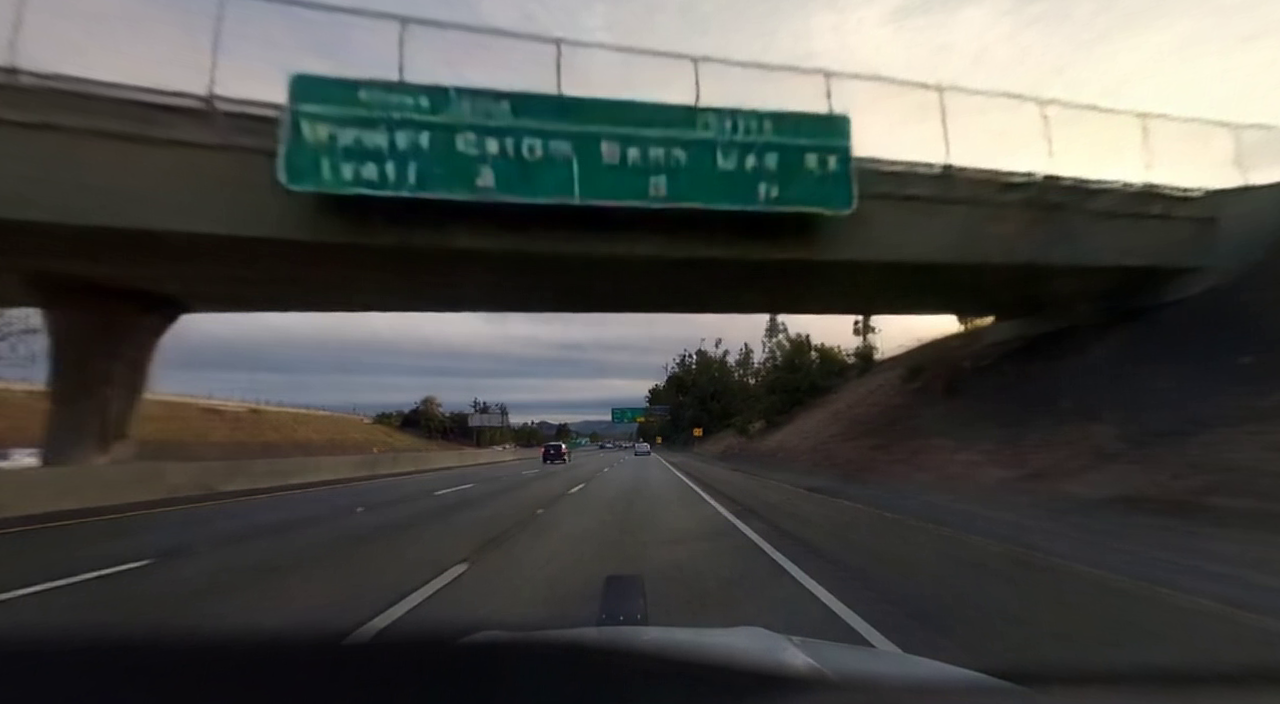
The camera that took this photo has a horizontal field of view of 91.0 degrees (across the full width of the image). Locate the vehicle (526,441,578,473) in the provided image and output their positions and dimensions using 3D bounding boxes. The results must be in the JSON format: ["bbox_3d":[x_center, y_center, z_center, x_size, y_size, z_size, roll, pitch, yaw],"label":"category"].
[{"bbox_3d":[-4.573,5.531,33.318,1.916,1.545,4.757,0,-9,2],"label":"vehicle"}]
